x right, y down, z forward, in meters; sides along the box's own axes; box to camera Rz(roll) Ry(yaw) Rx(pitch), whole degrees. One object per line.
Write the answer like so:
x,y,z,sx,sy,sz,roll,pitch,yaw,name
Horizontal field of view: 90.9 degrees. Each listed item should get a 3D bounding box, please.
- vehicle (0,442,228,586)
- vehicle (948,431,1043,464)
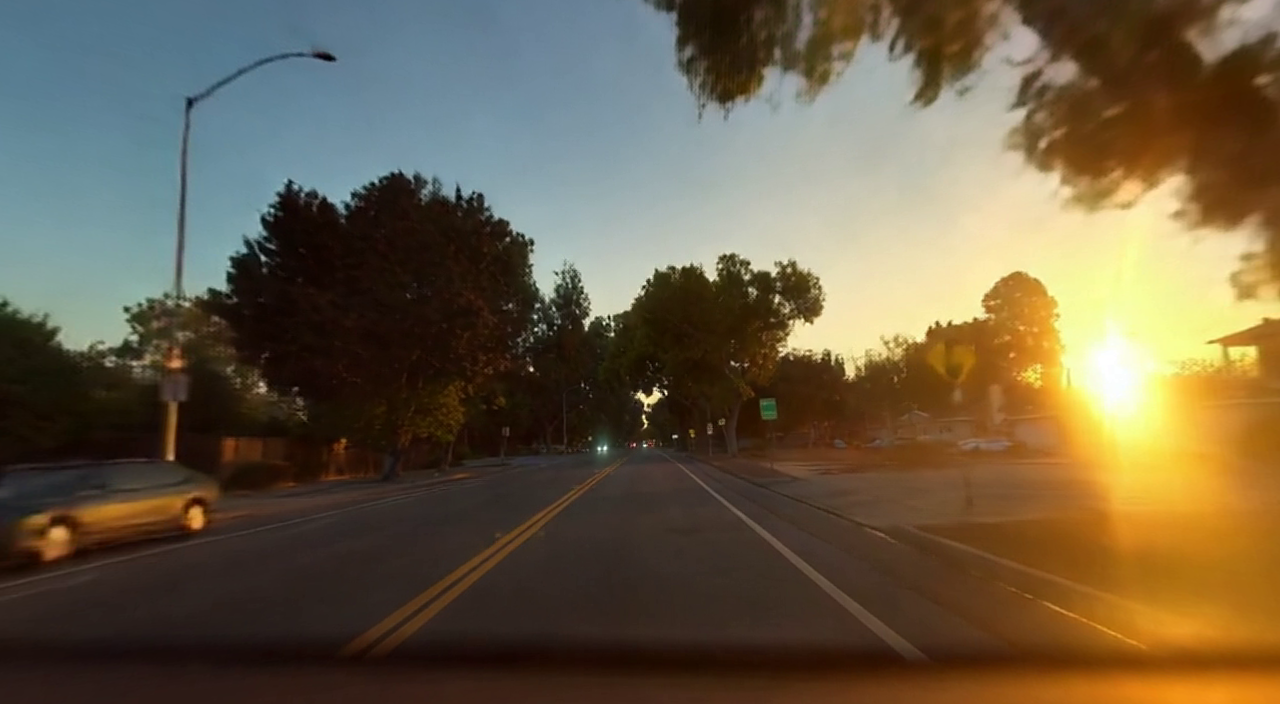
-7.981,2.065,8.478,1.864,1.442,4.269,-3,-6,3,vehicle
20.336,5.482,36.221,4.151,1.730,2.131,0,-9,4,vehicle
